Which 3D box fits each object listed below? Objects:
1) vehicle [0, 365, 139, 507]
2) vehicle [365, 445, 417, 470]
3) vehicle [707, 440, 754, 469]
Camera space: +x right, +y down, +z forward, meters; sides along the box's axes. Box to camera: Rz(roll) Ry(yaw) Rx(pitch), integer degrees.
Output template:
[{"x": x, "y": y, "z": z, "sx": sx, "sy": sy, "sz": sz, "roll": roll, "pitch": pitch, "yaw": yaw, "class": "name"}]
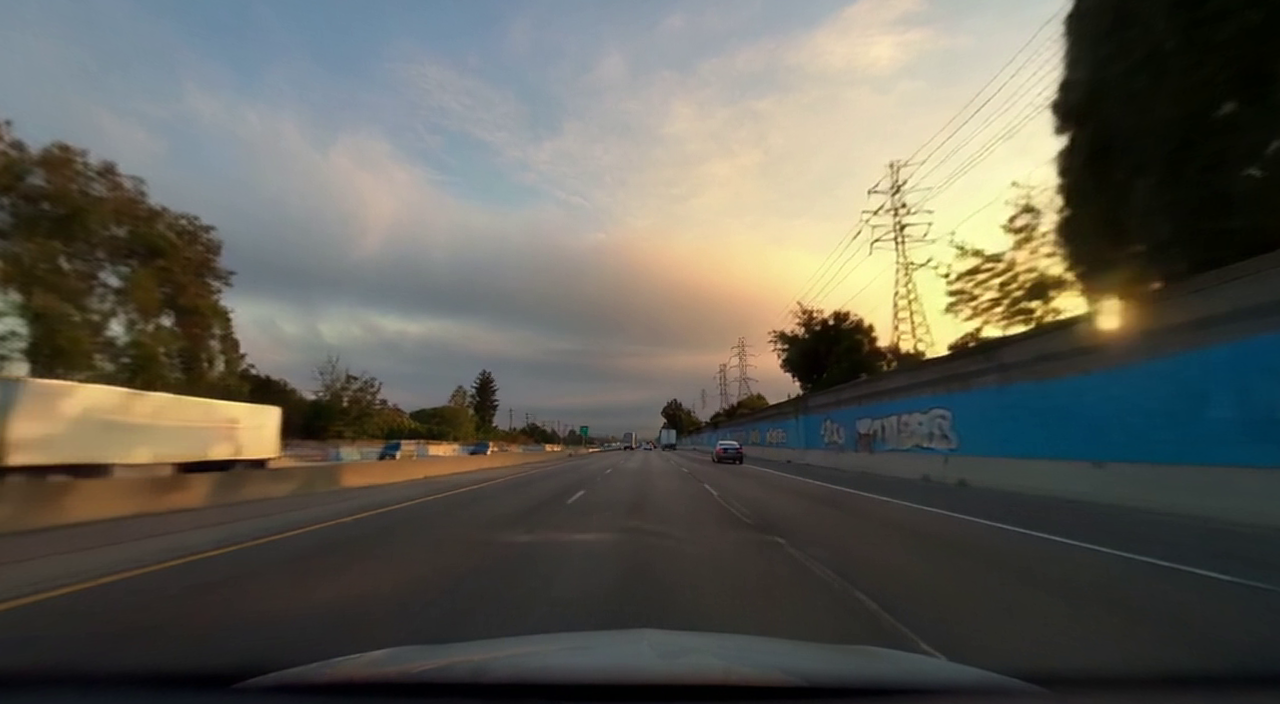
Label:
[{"x": -19.112, "y": 2.547, "z": 18.848, "sx": 2.965, "sy": 3.866, "sz": 6.042, "roll": 0, "pitch": -8, "yaw": 0, "class": "vehicle"}, {"x": -18.841, "y": 7.949, "z": 47.752, "sx": 2.011, "sy": 1.816, "sz": 4.516, "roll": 0, "pitch": -8, "yaw": 1, "class": "vehicle"}, {"x": 4.952, "y": 5.637, "z": 34.872, "sx": 1.991, "sy": 1.494, "sz": 3.951, "roll": 0, "pitch": -8, "yaw": 0, "class": "vehicle"}]
